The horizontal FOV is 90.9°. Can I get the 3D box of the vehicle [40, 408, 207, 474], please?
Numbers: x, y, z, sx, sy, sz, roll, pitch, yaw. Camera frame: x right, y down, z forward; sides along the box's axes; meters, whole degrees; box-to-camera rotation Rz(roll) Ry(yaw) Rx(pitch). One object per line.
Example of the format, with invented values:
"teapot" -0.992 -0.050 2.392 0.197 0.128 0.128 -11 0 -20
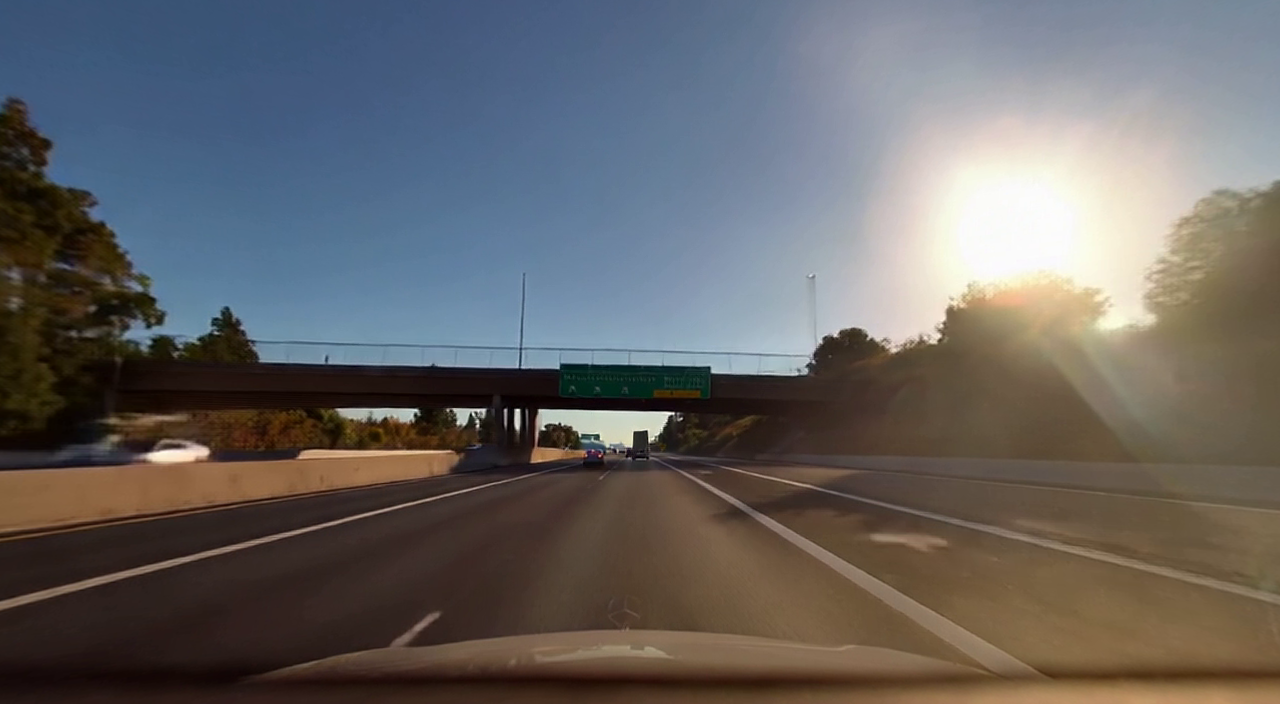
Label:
"vehicle" -21.382 3.798 26.546 2.191 2.467 5.670 0 -9 -1
